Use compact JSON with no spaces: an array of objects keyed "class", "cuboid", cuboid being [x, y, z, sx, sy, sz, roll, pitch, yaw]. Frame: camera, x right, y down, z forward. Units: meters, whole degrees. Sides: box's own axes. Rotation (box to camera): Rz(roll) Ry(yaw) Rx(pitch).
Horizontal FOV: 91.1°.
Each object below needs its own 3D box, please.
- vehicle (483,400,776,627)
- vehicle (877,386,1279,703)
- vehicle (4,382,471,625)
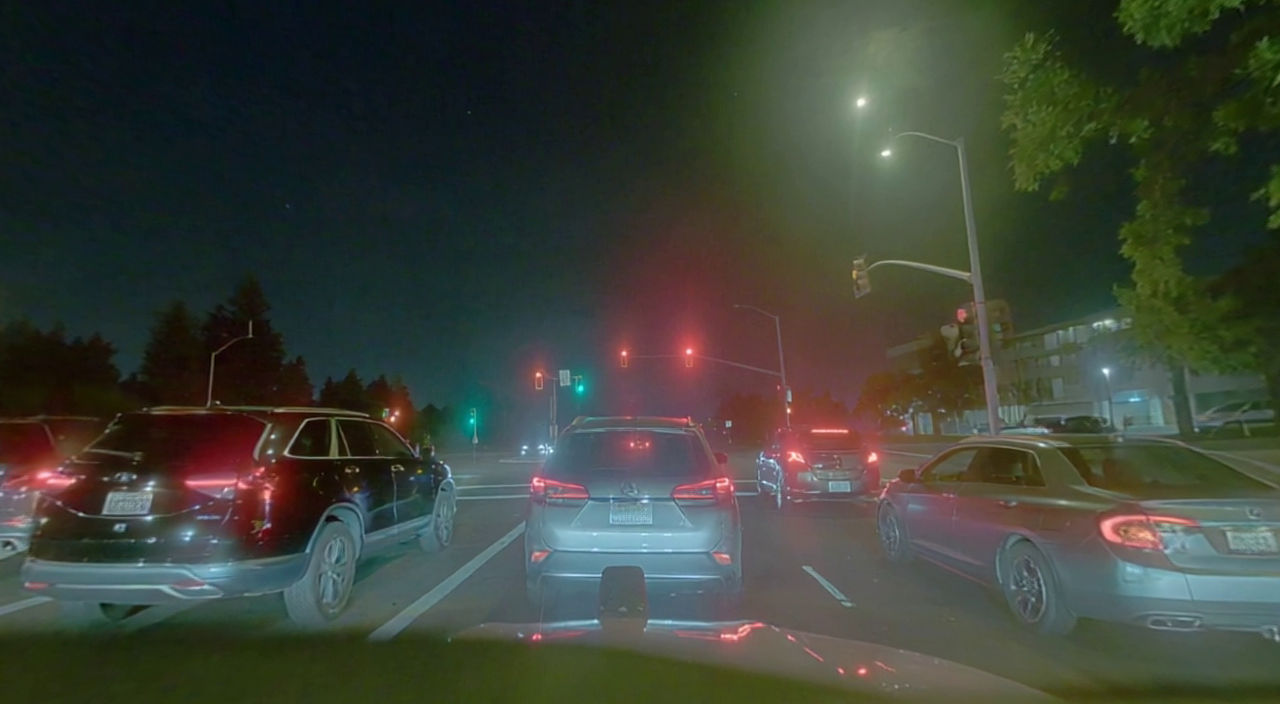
[{"class":"vehicle","cuboid":[-0.052,1.402,6.305,2.047,1.579,3.642,0,-8,1]},{"class":"vehicle","cuboid":[3.591,1.200,4.609,2.010,1.486,4.498,0,-8,1]},{"class":"vehicle","cuboid":[-3.563,1.423,6.845,2.014,1.755,4.360,0,-8,3]}]
